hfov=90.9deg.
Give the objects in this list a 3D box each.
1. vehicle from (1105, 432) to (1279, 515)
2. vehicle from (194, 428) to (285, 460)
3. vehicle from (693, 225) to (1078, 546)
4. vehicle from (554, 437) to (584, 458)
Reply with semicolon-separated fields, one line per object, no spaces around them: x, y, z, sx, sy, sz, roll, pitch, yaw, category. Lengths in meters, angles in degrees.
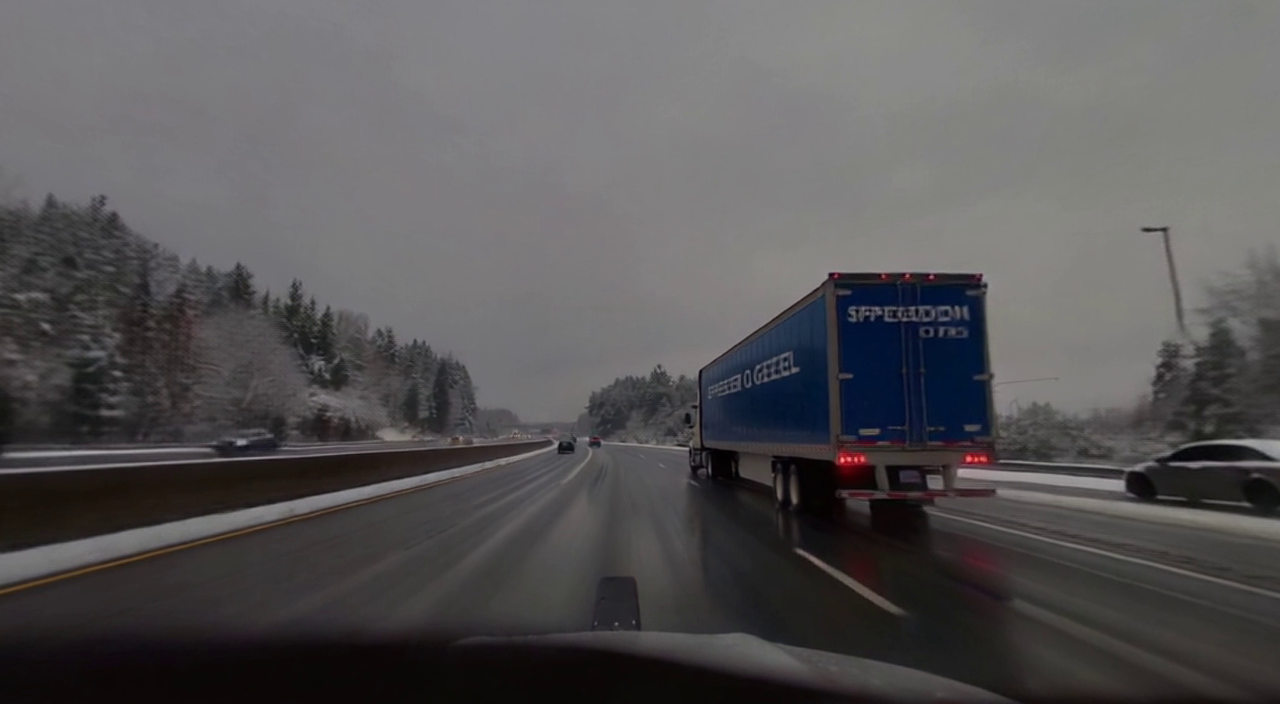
13.537;2.628;14.033;1.975;1.655;4.814;2;-8;-14;vehicle
-19.838;4.583;31.427;1.861;1.482;4.200;0;-8;-2;vehicle
3.643;1.322;15.056;2.910;4.051;14.278;0;-8;-3;vehicle
-5.443;7.336;48.613;2.030;1.547;3.862;0;-8;-3;vehicle
